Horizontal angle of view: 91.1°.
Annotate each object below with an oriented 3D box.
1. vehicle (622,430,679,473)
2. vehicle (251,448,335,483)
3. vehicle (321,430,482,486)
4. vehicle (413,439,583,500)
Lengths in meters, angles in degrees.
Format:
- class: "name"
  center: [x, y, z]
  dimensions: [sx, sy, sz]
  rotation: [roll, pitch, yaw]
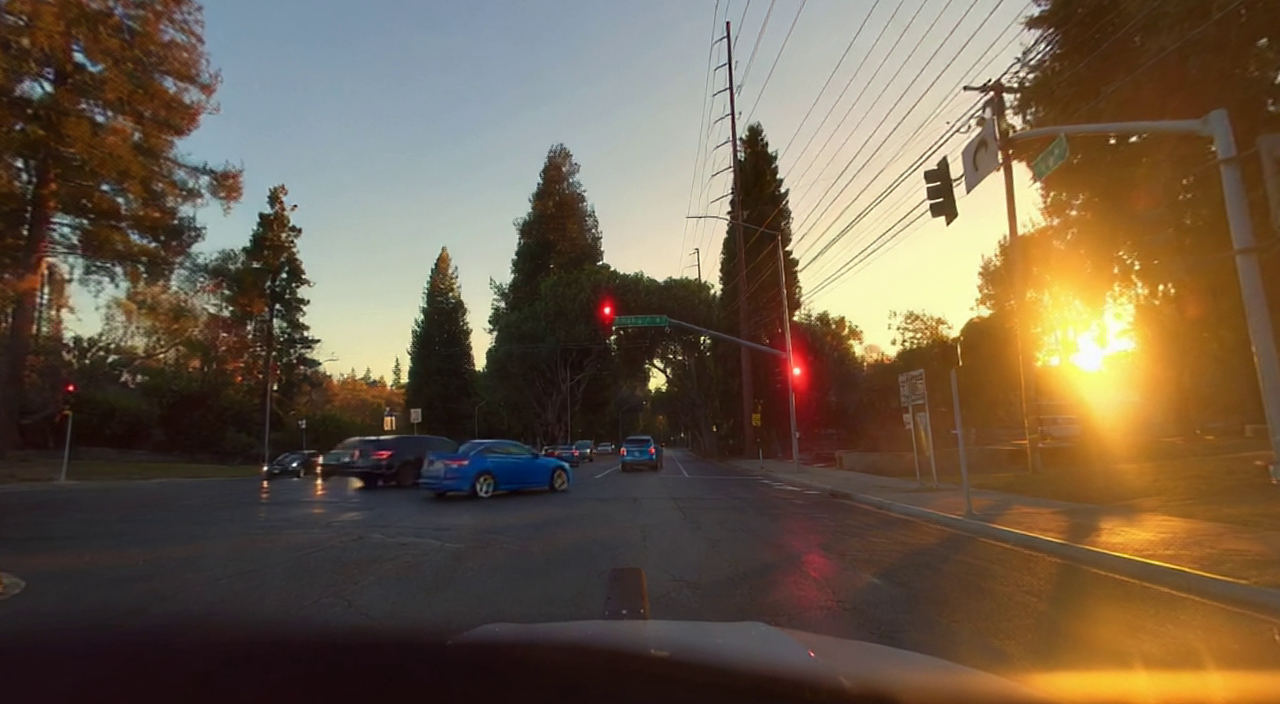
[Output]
- class: "vehicle"
  center: [0.675, 5.142, 32.692]
  dimensions: [2.137, 1.986, 5.930]
  rotation: [-2, -9, 9]
- class: "vehicle"
  center: [-17.099, 5.616, 31.180]
  dimensions: [1.942, 1.477, 3.957]
  rotation: [-4, -9, 0]
- class: "vehicle"
  center: [-8.279, 3.707, 22.281]
  dimensions: [1.929, 1.750, 5.044]
  rotation: [-7, -11, 35]
- class: "vehicle"
  center: [-3.832, 3.232, 17.817]
  dimensions: [2.019, 1.455, 4.529]
  rotation: [-6, -10, 33]
